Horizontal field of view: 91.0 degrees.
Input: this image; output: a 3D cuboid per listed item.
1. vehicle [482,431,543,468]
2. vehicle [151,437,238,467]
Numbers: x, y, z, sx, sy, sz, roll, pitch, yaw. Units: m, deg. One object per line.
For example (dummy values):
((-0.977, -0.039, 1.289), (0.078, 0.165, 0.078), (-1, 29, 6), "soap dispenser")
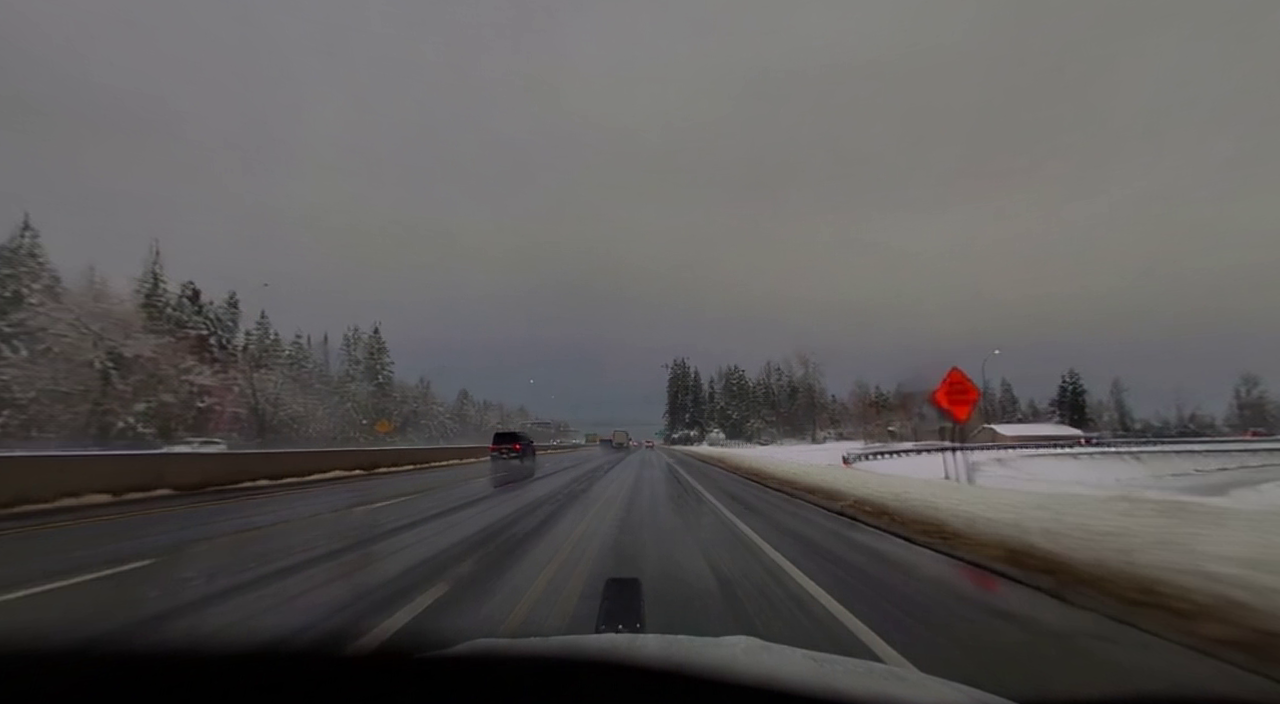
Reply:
((-6.601, 5.143, 33.258), (2.103, 1.775, 4.966), (0, -8, 1), "vehicle")
((-25.347, 5.682, 35.977), (1.884, 1.584, 3.970), (0, -8, 3), "vehicle")
